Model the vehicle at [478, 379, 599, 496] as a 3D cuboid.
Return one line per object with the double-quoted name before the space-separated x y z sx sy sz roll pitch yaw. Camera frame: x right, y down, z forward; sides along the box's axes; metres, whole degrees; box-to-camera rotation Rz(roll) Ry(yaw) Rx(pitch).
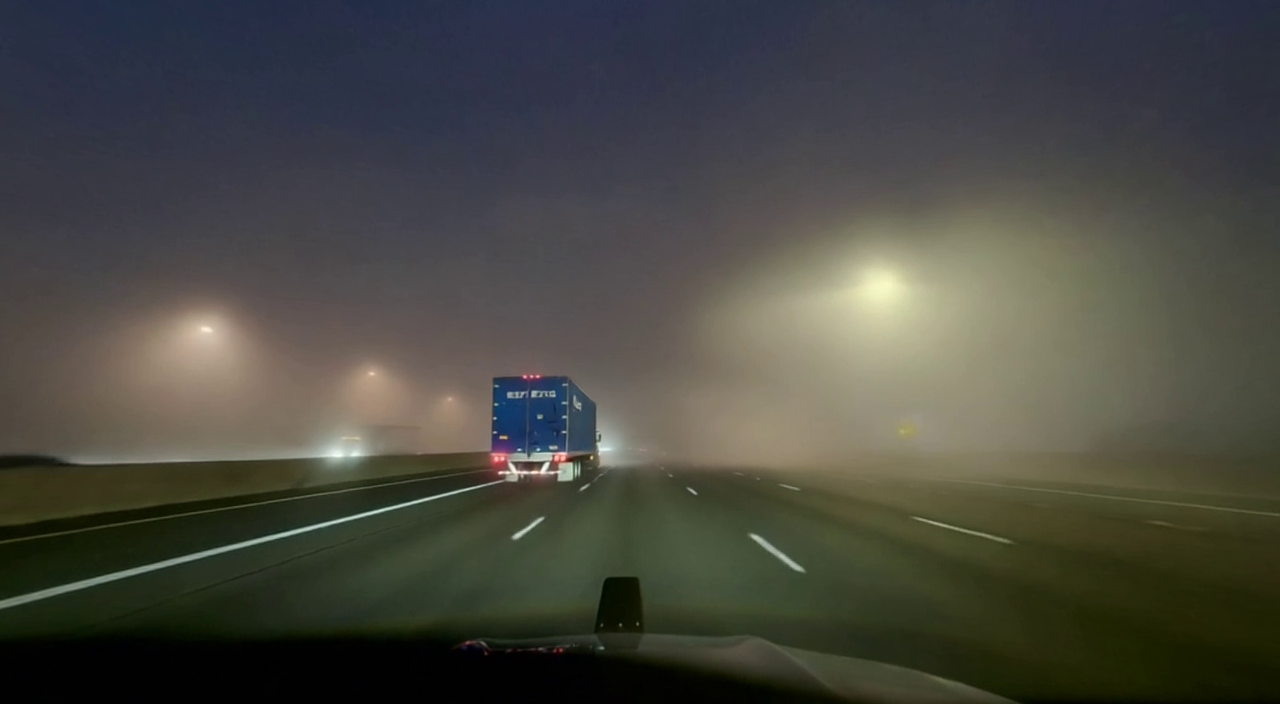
"vehicle" -3.274 3.172 22.913 2.922 3.458 8.360 0 -9 0
